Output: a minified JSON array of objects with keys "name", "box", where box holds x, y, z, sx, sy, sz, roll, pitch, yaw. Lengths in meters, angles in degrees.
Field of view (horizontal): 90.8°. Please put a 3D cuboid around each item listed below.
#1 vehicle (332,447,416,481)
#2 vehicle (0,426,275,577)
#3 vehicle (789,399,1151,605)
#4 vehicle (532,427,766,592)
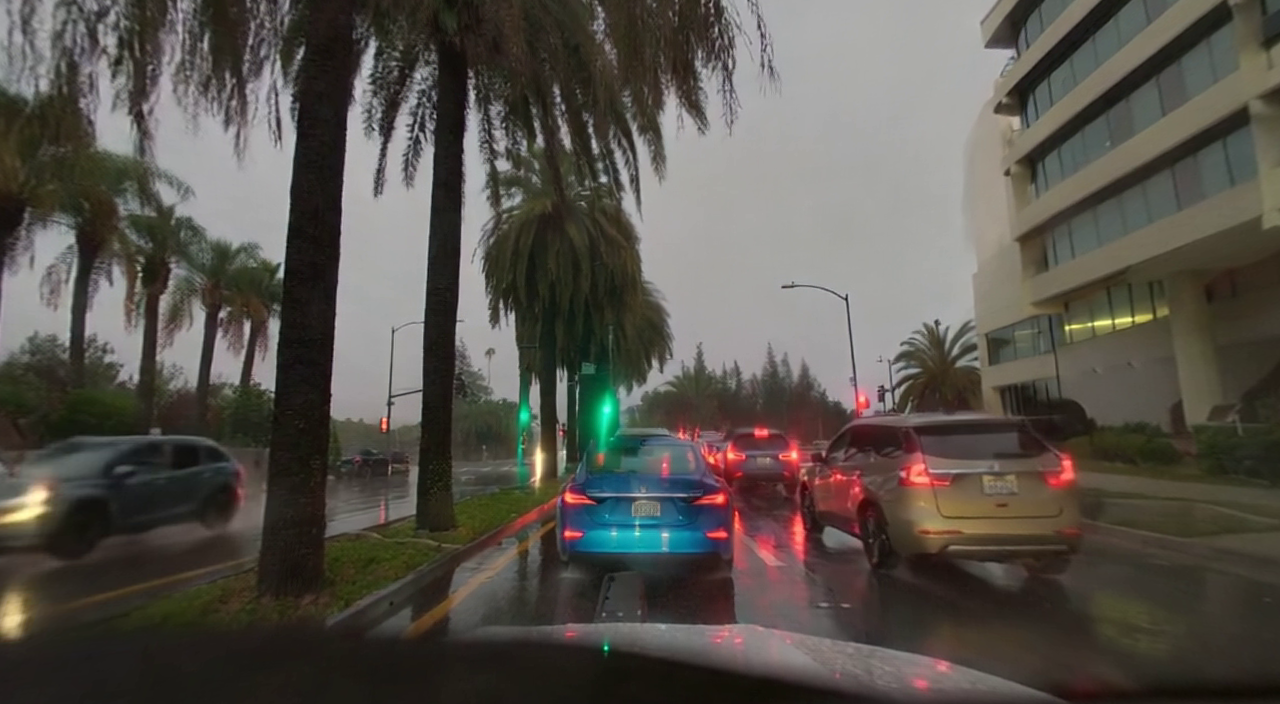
[{"name":"vehicle","box":[-13.202,5.555,31.710,1.965,1.507,4.725,-1,-8,2]},{"name":"vehicle","box":[-7.931,2.033,9.442,2.053,1.693,4.198,-1,-8,7]},{"name":"vehicle","box":[3.316,1.589,7.581,2.003,1.733,4.319,0,-8,1]},{"name":"vehicle","box":[0.122,1.714,7.716,2.088,1.452,3.993,-1,-8,1]}]
